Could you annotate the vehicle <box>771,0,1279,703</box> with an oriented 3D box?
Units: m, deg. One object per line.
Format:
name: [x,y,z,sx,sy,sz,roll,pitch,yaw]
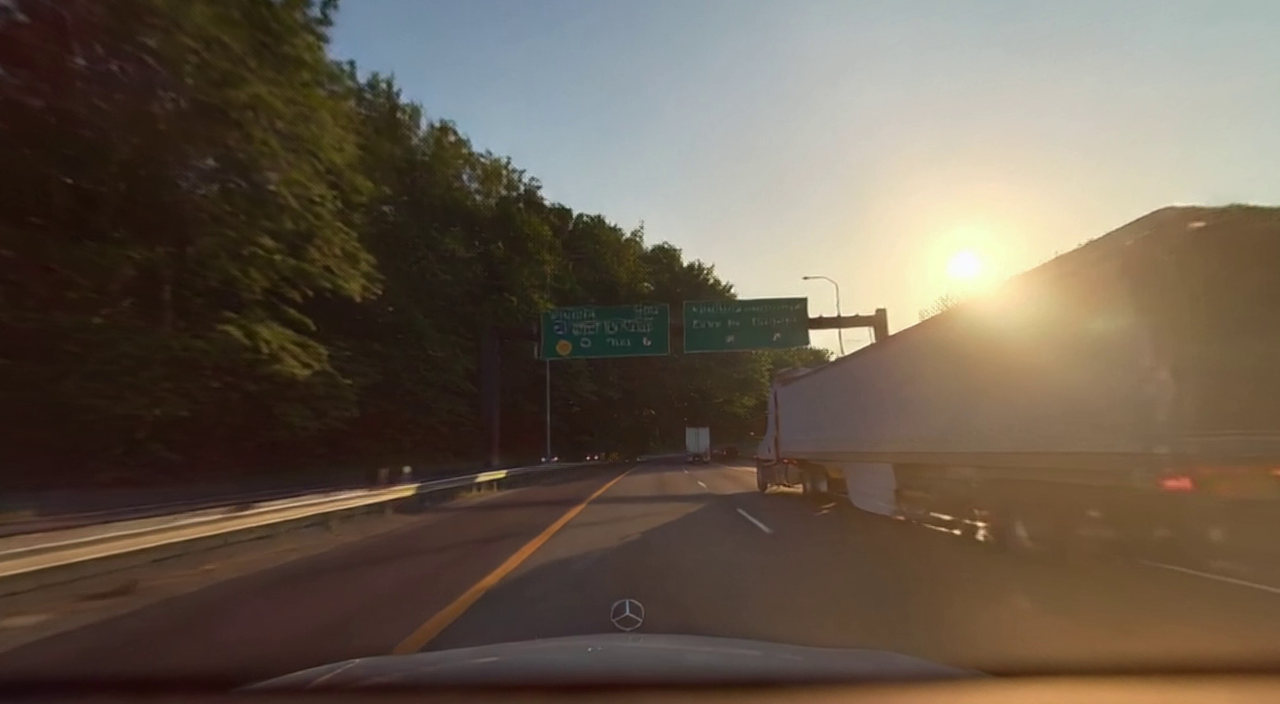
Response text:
vehicle: [4.459,0.464,7.587,2.859,3.984,14.045,0,-9,0]
